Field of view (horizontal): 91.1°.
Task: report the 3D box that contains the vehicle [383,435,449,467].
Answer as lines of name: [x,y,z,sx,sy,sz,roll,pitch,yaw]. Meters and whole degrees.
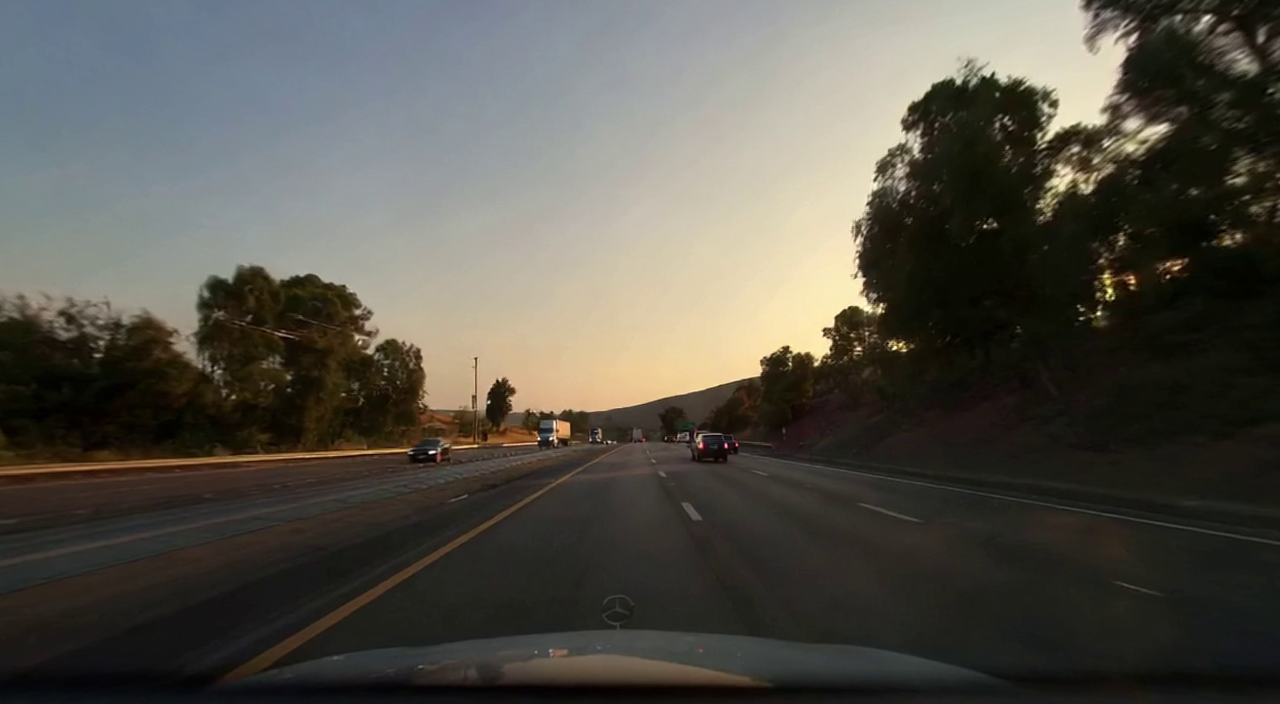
vehicle: [-11.612,5.164,32.904,1.890,1.550,4.094,0,-8,1]

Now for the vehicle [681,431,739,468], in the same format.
vehicle: [3.120,4.460,29.060,2.084,1.583,4.420,0,-8,-1]
